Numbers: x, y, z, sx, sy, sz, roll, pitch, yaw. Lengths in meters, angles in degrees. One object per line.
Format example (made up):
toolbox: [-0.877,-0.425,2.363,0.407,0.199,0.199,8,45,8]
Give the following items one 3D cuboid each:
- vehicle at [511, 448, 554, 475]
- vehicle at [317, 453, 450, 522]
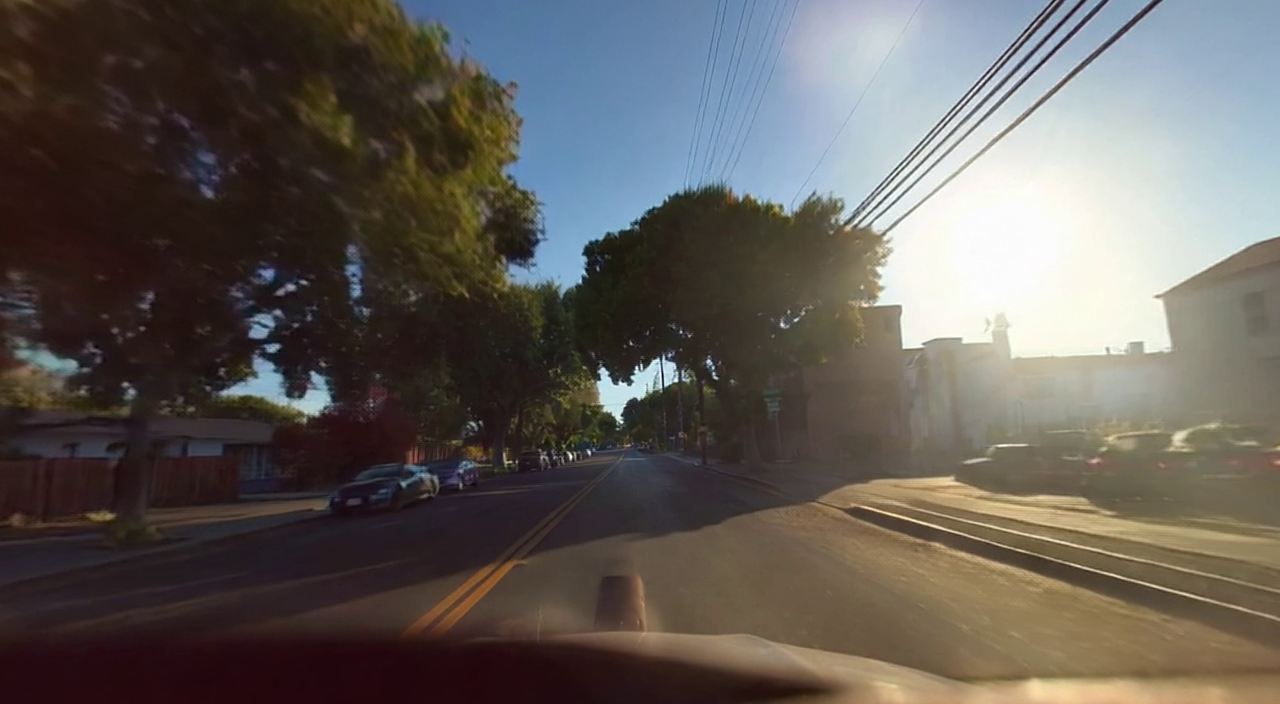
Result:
vehicle: [-6.736,6.914,39.977,1.887,1.460,4.444,-4,-8,0]
vehicle: [-6.672,3.512,16.979,1.815,1.402,4.559,-4,-8,-2]
